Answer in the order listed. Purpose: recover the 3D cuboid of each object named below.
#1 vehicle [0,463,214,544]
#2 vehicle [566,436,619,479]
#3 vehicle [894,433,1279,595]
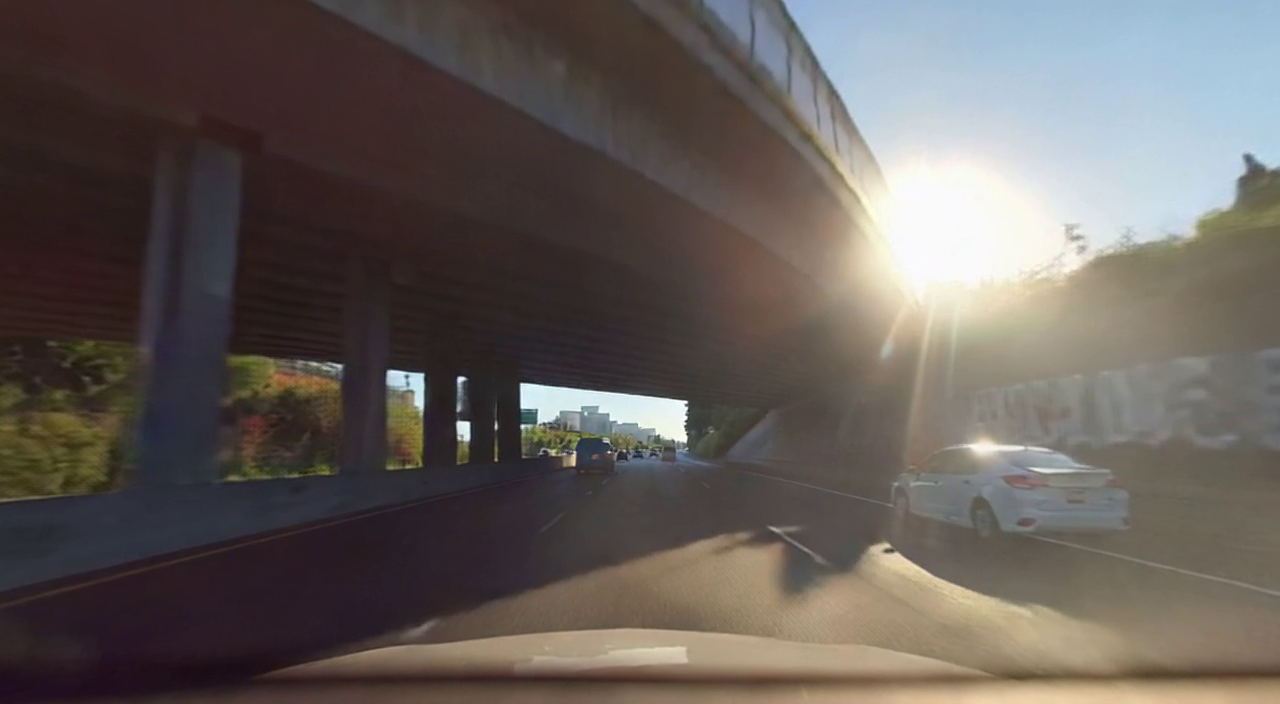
[{"bbox_3d":[-12.193,3.320,14.405,1.912,1.440,4.266,0,-9,1],"label":"vehicle"},{"bbox_3d":[-2.359,5.475,33.045,2.310,2.030,5.094,0,-9,1],"label":"vehicle"},{"bbox_3d":[5.284,1.871,8.286,1.972,1.492,4.623,0,-9,0],"label":"vehicle"}]
